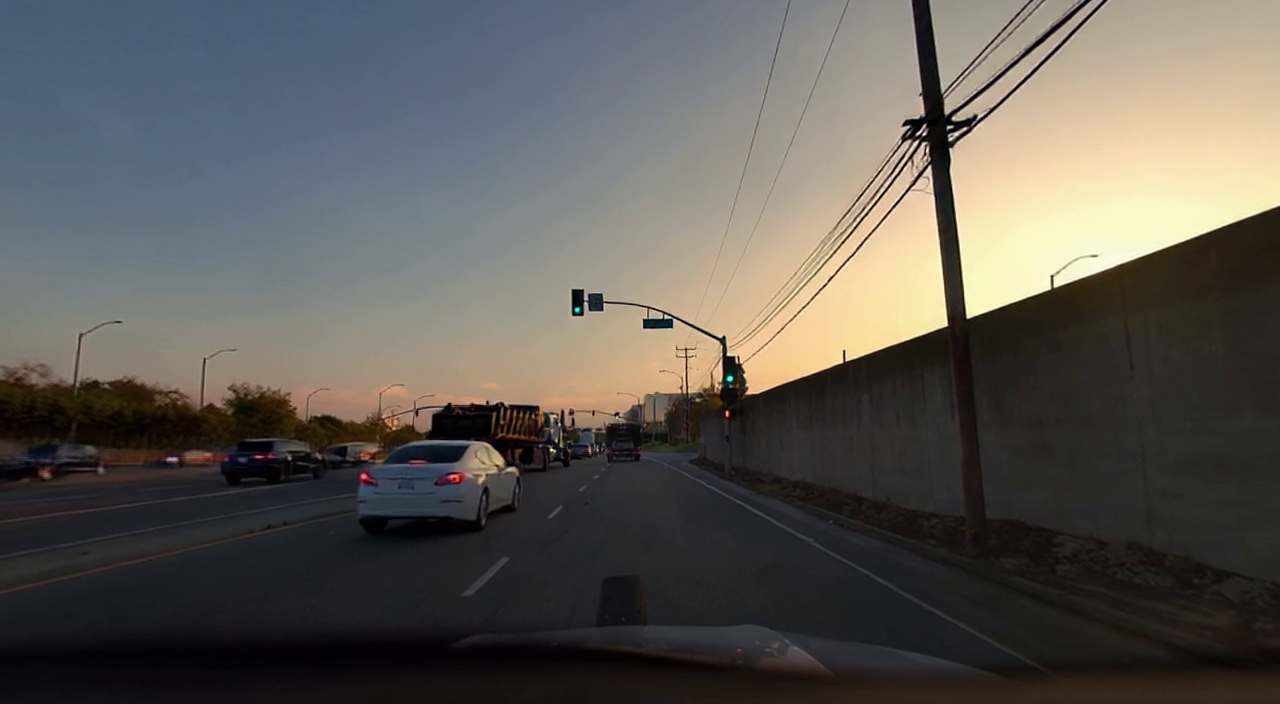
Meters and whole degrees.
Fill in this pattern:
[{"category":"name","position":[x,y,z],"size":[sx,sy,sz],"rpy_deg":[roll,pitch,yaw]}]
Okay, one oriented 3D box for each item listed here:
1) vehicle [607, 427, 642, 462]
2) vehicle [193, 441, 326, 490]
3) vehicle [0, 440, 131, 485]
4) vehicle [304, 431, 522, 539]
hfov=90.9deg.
[{"category":"vehicle","position":[-1.143,6.656,45.274],"size":[2.355,2.305,5.336],"rpy_deg":[0,-8,-2]},{"category":"vehicle","position":[-12.879,3.831,21.709],"size":[1.905,1.492,4.151],"rpy_deg":[-1,-8,2]},{"category":"vehicle","position":[-24.122,4.539,26.284],"size":[1.891,1.696,4.613],"rpy_deg":[0,-8,1]},{"category":"vehicle","position":[-3.624,2.214,11.288],"size":[2.019,1.480,4.966],"rpy_deg":[0,-8,1]}]
